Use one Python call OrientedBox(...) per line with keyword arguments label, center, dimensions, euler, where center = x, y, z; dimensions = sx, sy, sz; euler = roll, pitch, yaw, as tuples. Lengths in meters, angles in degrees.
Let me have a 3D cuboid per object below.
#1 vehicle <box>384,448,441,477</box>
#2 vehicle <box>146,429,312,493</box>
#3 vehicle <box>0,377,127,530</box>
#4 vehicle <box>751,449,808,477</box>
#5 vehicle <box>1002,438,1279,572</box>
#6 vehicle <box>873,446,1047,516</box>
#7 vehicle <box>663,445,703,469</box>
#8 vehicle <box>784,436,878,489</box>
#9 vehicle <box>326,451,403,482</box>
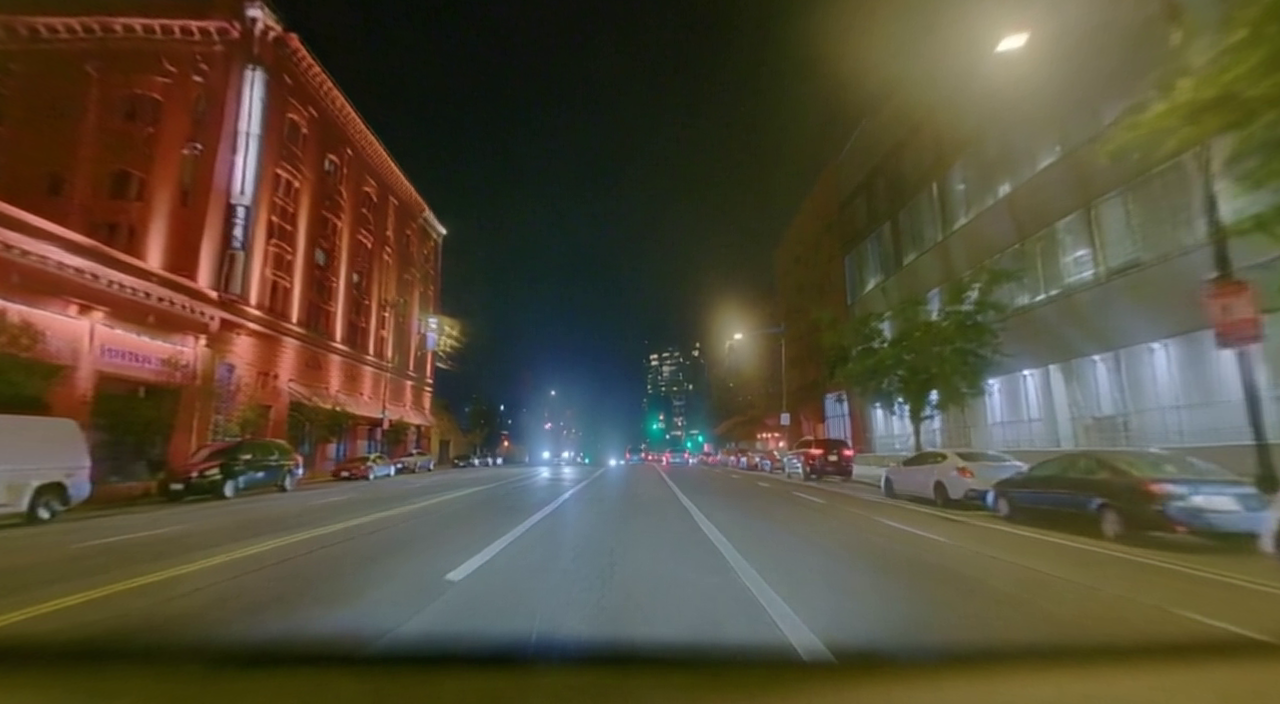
OrientedBox(label="vehicle", center=(-15.054, 7.287, 42.058), dimensions=(2.063, 1.735, 4.317), euler=(1, -8, 1))
OrientedBox(label="vehicle", center=(-14.325, 3.993, 22.574), dimensions=(2.330, 2.013, 5.310), euler=(0, -12, -1))
OrientedBox(label="vehicle", center=(-14.604, 1.985, 12.432), dimensions=(3.047, 3.098, 6.783), euler=(1, -8, 2))
OrientedBox(label="vehicle", center=(7.845, 6.300, 36.024), dimensions=(2.030, 1.444, 4.832), euler=(0, -9, -2))
OrientedBox(label="vehicle", center=(7.882, 2.204, 9.840), dimensions=(2.054, 1.628, 3.841), euler=(0, -9, -2))
OrientedBox(label="vehicle", center=(7.846, 3.183, 16.115), dimensions=(2.018, 1.489, 4.620), euler=(-1, -9, 0))
OrientedBox(label="vehicle", center=(2.850, 7.142, 43.138), dimensions=(2.238, 1.499, 4.964), euler=(0, -8, -2))
OrientedBox(label="vehicle", center=(7.892, 4.618, 26.785), dimensions=(2.305, 1.984, 5.002), euler=(0, -9, -1))
OrientedBox(label="vehicle", center=(-14.995, 6.244, 34.717), dimensions=(1.953, 1.456, 4.690), euler=(0, -8, 2))
